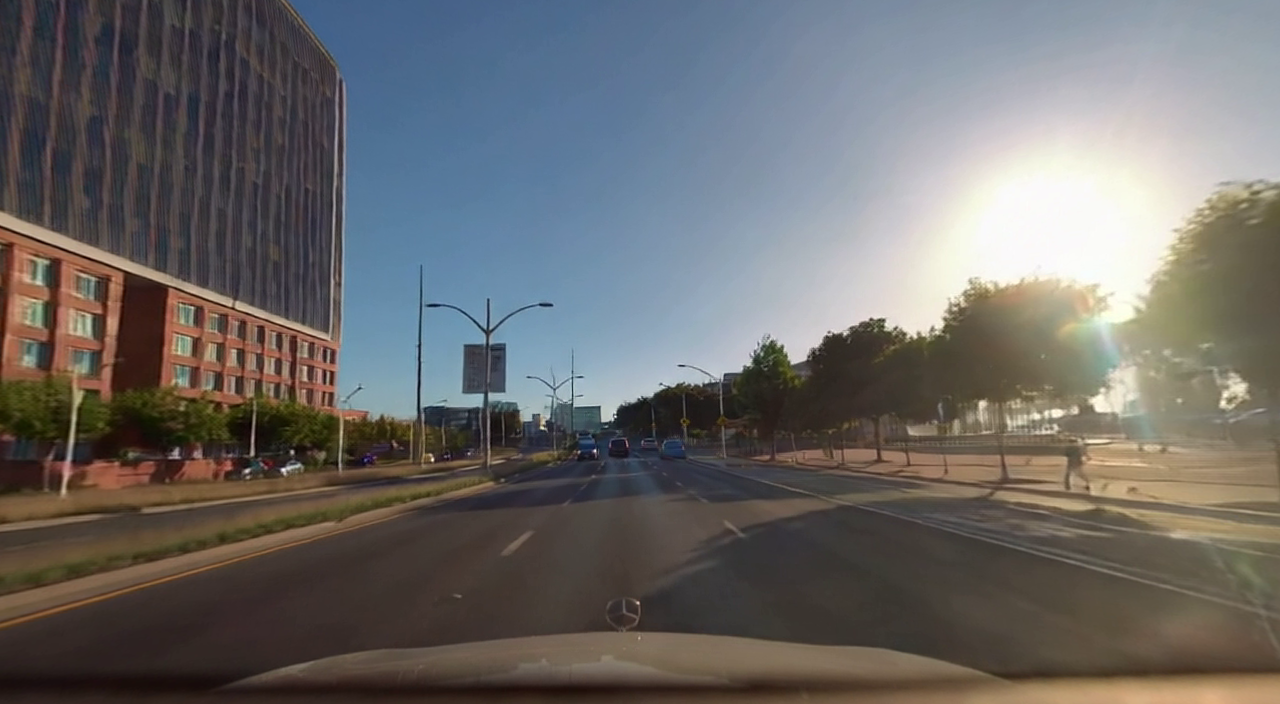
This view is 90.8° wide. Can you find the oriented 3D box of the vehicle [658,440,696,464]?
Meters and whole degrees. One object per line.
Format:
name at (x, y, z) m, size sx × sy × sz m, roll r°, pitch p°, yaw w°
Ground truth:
vehicle at (2.497, 6.899, 43.676) m, size 2.090 × 1.506 × 4.382 m, roll 0°, pitch -8°, yaw -3°
